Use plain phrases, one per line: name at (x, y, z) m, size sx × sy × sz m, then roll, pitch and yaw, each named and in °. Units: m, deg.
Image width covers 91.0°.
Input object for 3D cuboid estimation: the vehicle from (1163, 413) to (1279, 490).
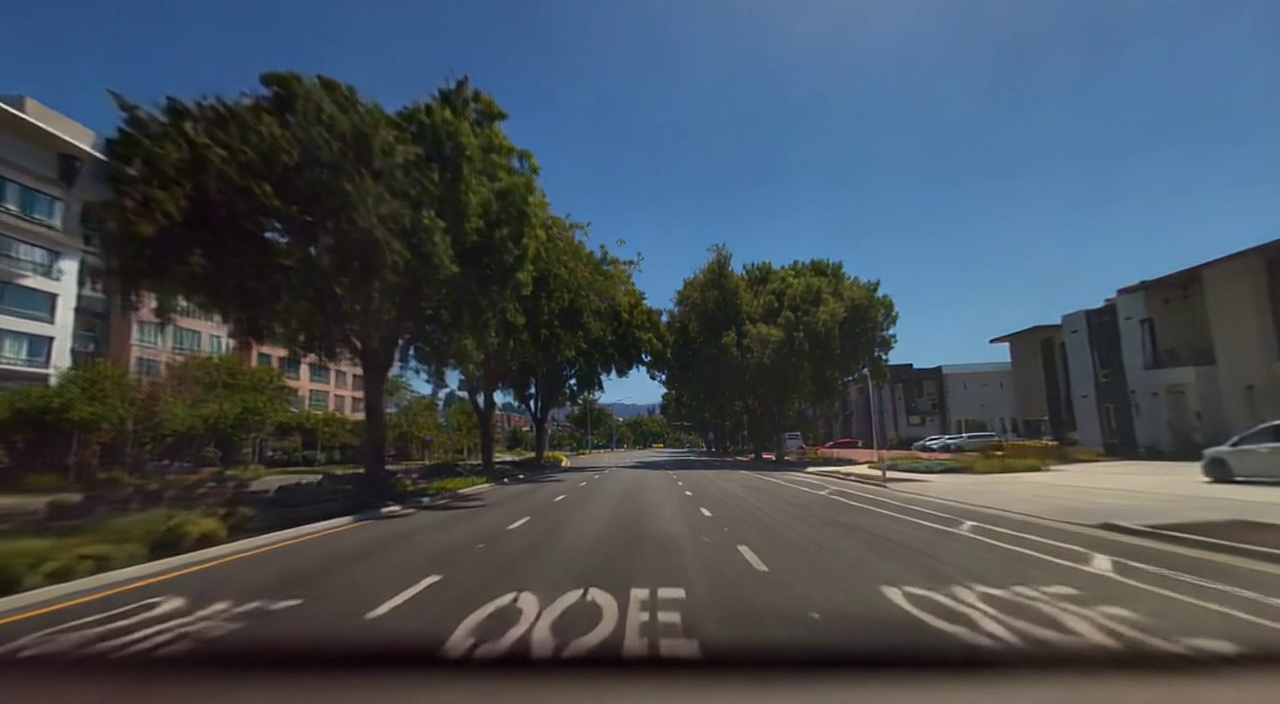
vehicle at (13.523, 1.999, 12.670) m, size 1.879 × 1.507 × 4.836 m, roll 0°, pitch -9°, yaw 1°
